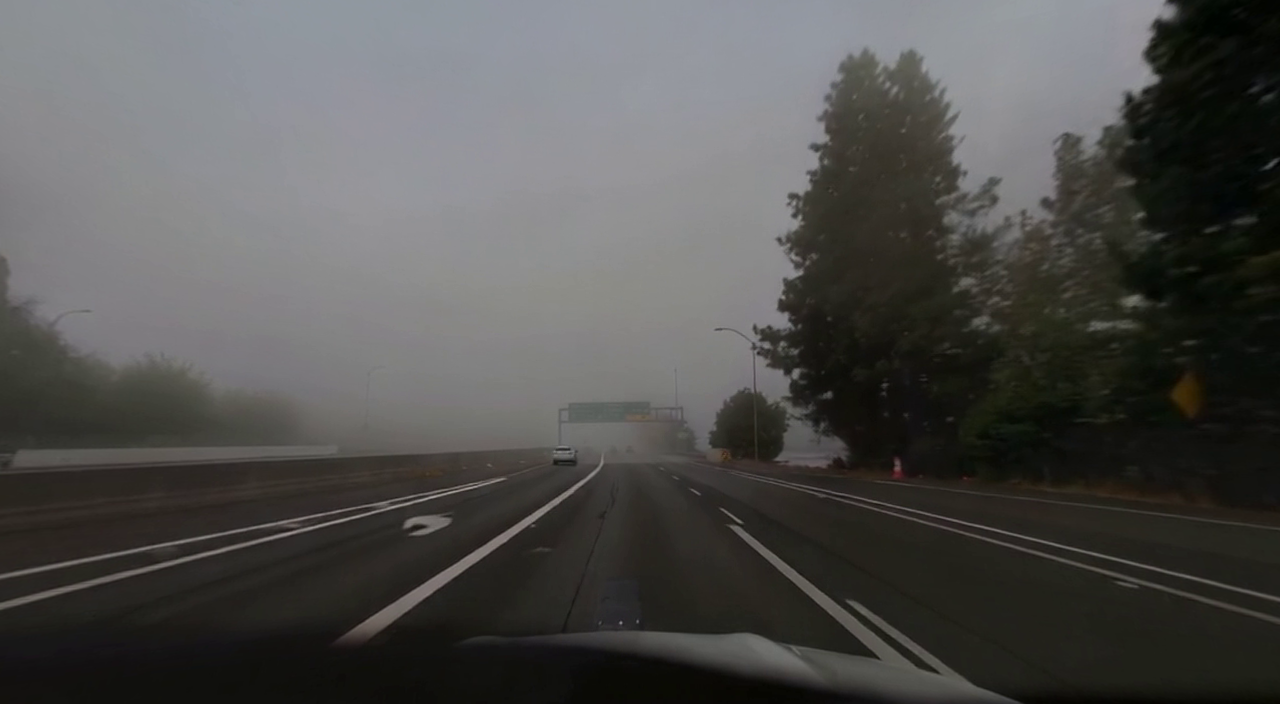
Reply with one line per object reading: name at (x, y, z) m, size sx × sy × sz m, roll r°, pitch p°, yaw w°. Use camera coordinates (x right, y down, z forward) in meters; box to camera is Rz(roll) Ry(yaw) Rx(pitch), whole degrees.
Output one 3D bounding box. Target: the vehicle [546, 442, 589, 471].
vehicle at (-4.188, 6.132, 36.961) m, size 2.012 × 1.571 × 4.232 m, roll 0°, pitch -9°, yaw 0°
